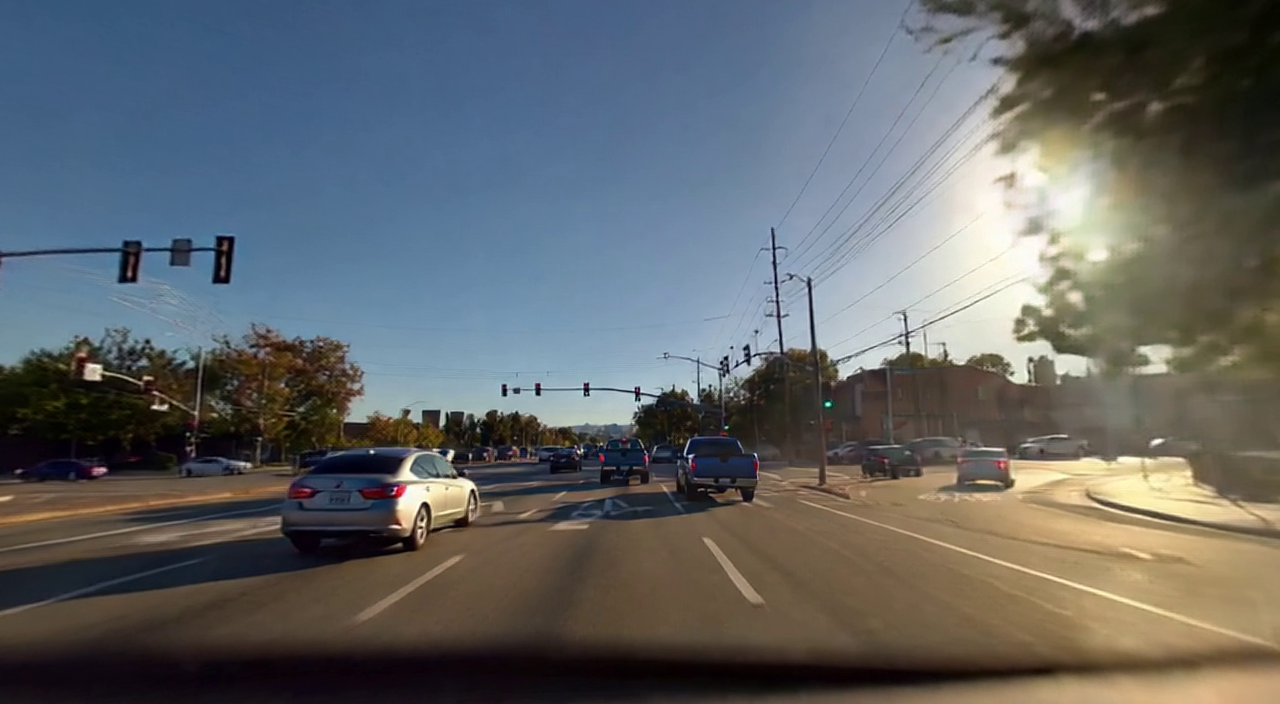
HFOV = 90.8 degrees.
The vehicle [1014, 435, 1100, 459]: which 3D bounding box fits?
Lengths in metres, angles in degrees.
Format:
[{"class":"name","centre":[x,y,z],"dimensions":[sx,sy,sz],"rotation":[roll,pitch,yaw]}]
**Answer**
[{"class":"vehicle","centre":[30.875,7.062,46.839],"dimensions":[4.848,1.769,2.301],"rotation":[2,-9,-9]}]

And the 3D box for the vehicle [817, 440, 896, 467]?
[{"class":"vehicle","centre":[14.997,7.057,43.937],"dimensions":[4.681,1.756,2.109],"rotation":[2,-9,-10]}]

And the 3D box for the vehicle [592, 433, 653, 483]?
[{"class":"vehicle","centre":[-0.723,5.025,30.325],"dimensions":[2.643,2.145,5.585],"rotation":[0,-9,1]}]

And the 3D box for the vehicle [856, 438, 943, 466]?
[{"class":"vehicle","centre":[16.968,6.536,41.329],"dimensions":[4.782,1.768,2.152],"rotation":[2,-9,-12]}]

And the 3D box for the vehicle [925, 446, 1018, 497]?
[{"class":"vehicle","centre":[10.690,3.828,20.719],"dimensions":[2.212,1.466,4.126],"rotation":[-4,-9,21]}]

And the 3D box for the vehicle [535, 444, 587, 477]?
[{"class":"vehicle","centre":[-4.394,6.124,35.855],"dimensions":[2.273,1.749,4.385],"rotation":[0,-9,1]}]

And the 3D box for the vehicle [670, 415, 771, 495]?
[{"class":"vehicle","centre":[2.852,3.968,24.593],"dimensions":[2.905,2.636,6.895],"rotation":[0,-9,-1]}]

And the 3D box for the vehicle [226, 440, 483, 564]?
[{"class":"vehicle","centre":[-4.075,2.186,10.066],"dimensions":[1.939,1.494,4.499],"rotation":[0,-9,1]}]

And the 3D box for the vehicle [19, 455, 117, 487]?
[{"class":"vehicle","centre":[-33.395,6.884,36.900],"dimensions":[4.471,1.721,2.184],"rotation":[-3,-9,19]}]
